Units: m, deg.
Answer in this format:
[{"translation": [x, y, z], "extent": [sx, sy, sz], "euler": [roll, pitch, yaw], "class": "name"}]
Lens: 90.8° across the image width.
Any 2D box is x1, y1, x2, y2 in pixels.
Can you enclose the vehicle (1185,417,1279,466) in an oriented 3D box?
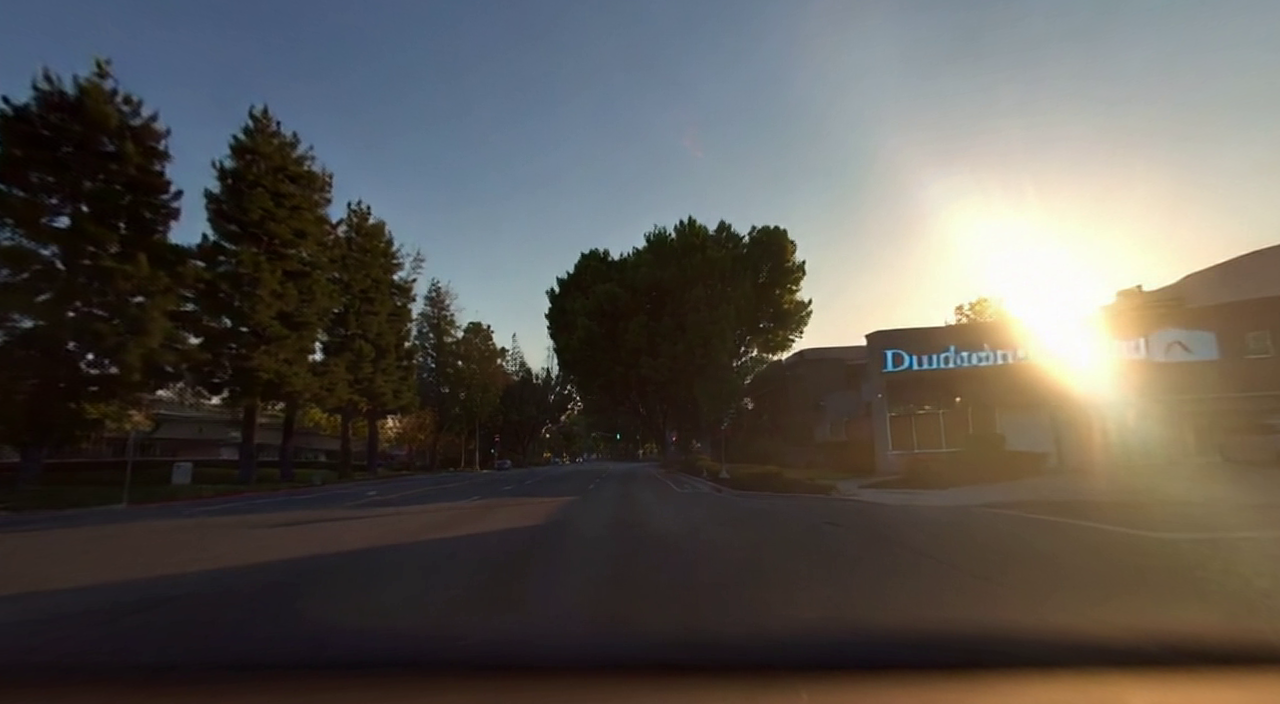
[{"translation": [21.946, 3.095, 21.660], "extent": [2.028, 1.584, 4.971], "euler": [0, -9, 0], "class": "vehicle"}]
